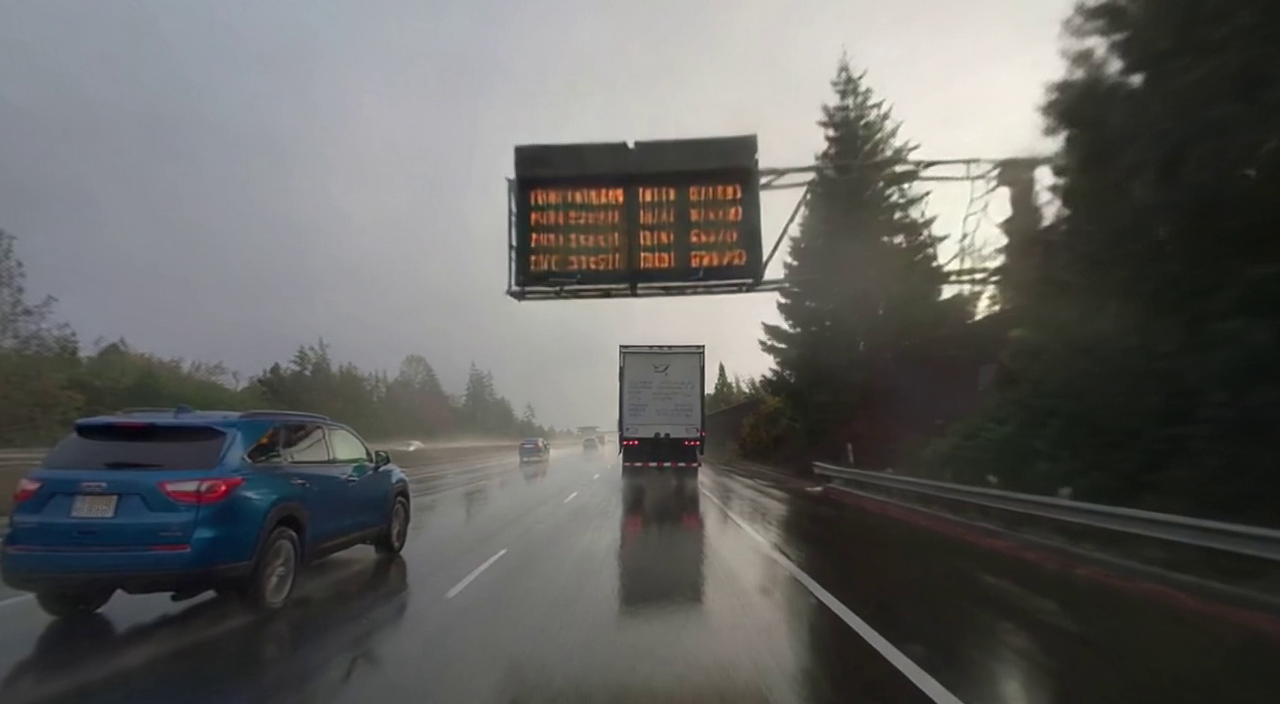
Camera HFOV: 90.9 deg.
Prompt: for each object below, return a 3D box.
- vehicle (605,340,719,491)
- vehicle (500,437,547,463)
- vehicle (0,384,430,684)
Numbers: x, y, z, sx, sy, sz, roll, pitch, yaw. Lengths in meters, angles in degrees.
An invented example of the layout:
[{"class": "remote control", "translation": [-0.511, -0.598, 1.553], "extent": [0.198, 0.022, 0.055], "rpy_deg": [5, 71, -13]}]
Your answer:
[{"class": "vehicle", "translation": [0.558, 2.379, 21.470], "extent": [2.870, 3.841, 10.653], "rpy_deg": [0, -8, 0]}, {"class": "vehicle", "translation": [-6.933, 5.898, 37.898], "extent": [1.882, 1.451, 4.416], "rpy_deg": [0, -8, 1]}, {"class": "vehicle", "translation": [-3.712, 1.335, 5.740], "extent": [2.077, 1.671, 4.249], "rpy_deg": [0, -8, 1]}]
